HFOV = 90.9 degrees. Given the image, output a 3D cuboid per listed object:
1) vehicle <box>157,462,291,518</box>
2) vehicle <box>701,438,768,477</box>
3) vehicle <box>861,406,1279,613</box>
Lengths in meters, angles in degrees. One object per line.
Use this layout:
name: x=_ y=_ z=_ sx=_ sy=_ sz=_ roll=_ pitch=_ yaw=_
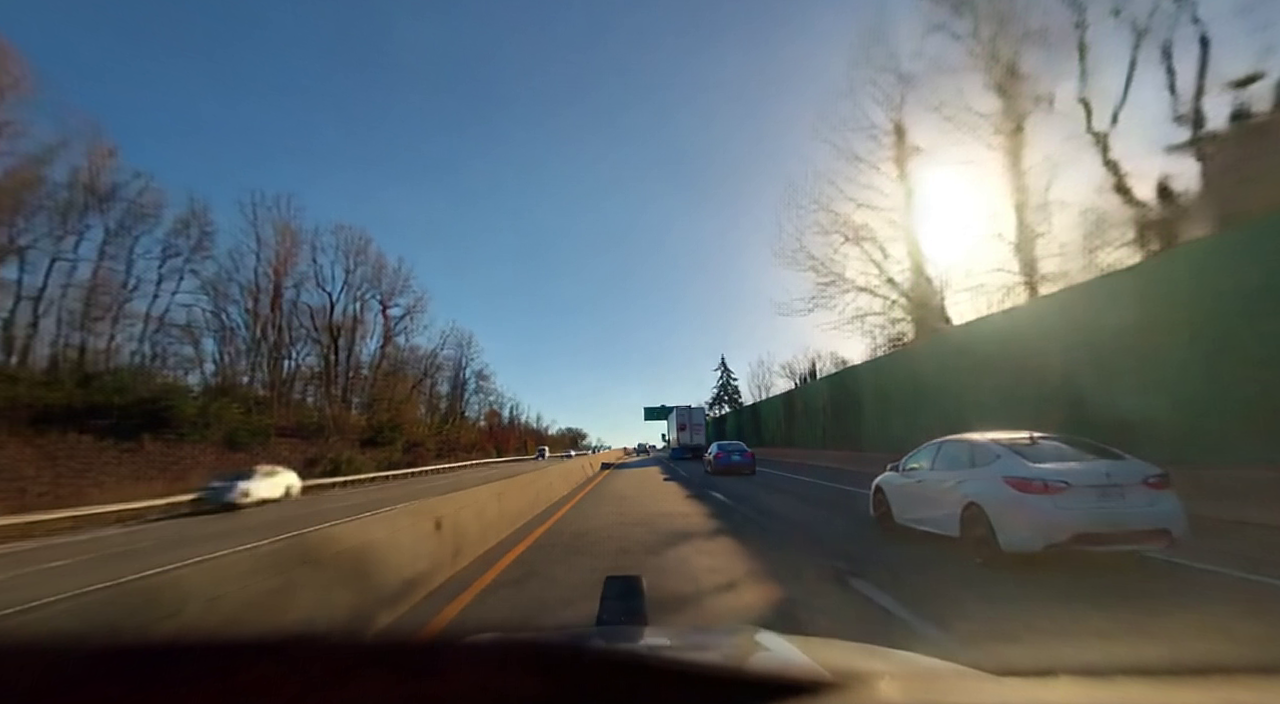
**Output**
vehicle: x=-12.981 y=4.298 z=19.993 sx=1.777 sy=1.465 sz=3.889 roll=1 pitch=-8 yaw=-4
vehicle: x=3.865 y=4.367 z=26.428 sx=2.000 sy=1.473 sz=4.440 roll=1 pitch=-8 yaw=-2
vehicle: x=4.163 y=1.478 z=6.818 sx=1.940 sy=1.539 sz=4.005 roll=1 pitch=-8 yaw=-2
